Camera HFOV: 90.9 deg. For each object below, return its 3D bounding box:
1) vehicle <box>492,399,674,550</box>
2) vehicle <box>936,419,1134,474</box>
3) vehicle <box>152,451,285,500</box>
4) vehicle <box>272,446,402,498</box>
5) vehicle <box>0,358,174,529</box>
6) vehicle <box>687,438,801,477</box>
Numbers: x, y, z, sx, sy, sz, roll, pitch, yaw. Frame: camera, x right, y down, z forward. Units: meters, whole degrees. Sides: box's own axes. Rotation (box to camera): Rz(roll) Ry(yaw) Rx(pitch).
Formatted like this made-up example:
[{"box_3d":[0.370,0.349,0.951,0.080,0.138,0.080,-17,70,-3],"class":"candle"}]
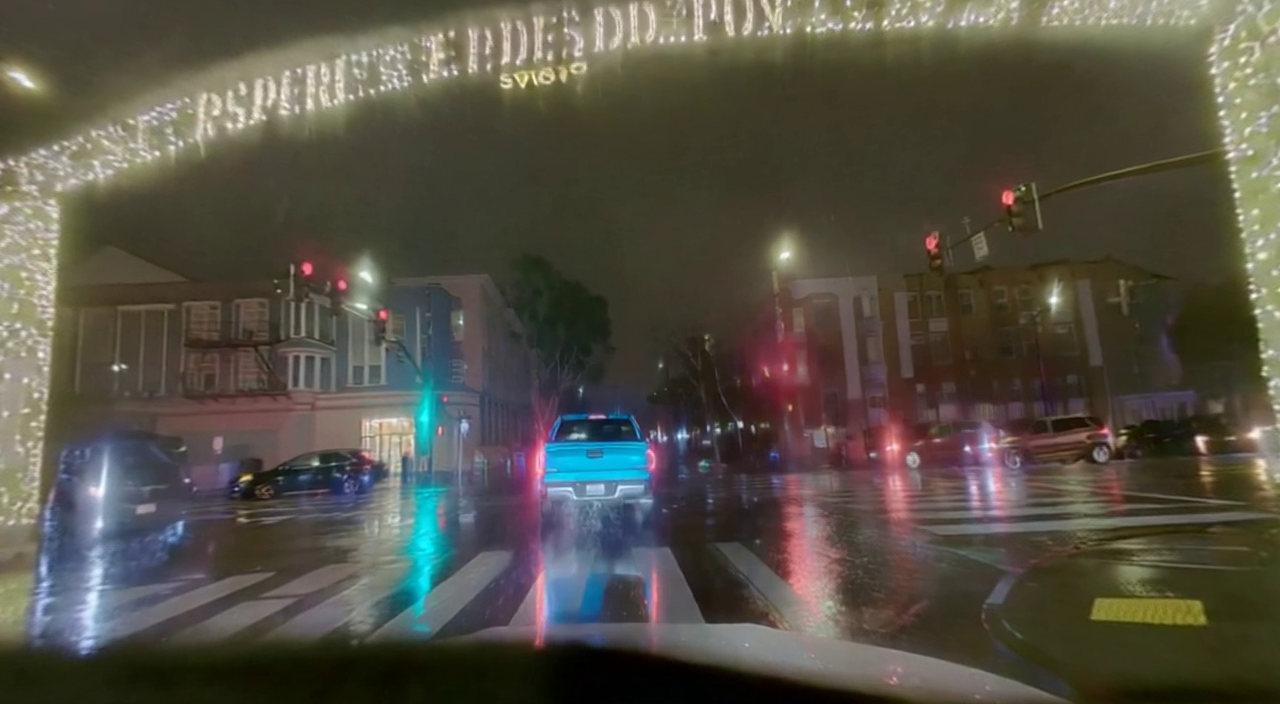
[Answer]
[{"box_3d":[-1.183,2.079,11.464,2.477,2.020,5.534,1,-9,-9],"class":"vehicle"},{"box_3d":[11.572,2.801,18.717,4.600,1.506,1.878,0,-8,-1],"class":"vehicle"},{"box_3d":[-18.606,5.457,28.011,4.398,2.057,1.959,0,-8,-1],"class":"vehicle"},{"box_3d":[-13.323,5.299,27.959,4.799,1.909,2.011,-3,-7,2],"class":"vehicle"},{"box_3d":[-22.413,2.748,19.087,13.729,4.662,3.300,0,-8,0],"class":"vehicle"},{"box_3d":[4.255,4.409,26.453,4.515,1.583,1.920,-1,-8,3],"class":"vehicle"}]
